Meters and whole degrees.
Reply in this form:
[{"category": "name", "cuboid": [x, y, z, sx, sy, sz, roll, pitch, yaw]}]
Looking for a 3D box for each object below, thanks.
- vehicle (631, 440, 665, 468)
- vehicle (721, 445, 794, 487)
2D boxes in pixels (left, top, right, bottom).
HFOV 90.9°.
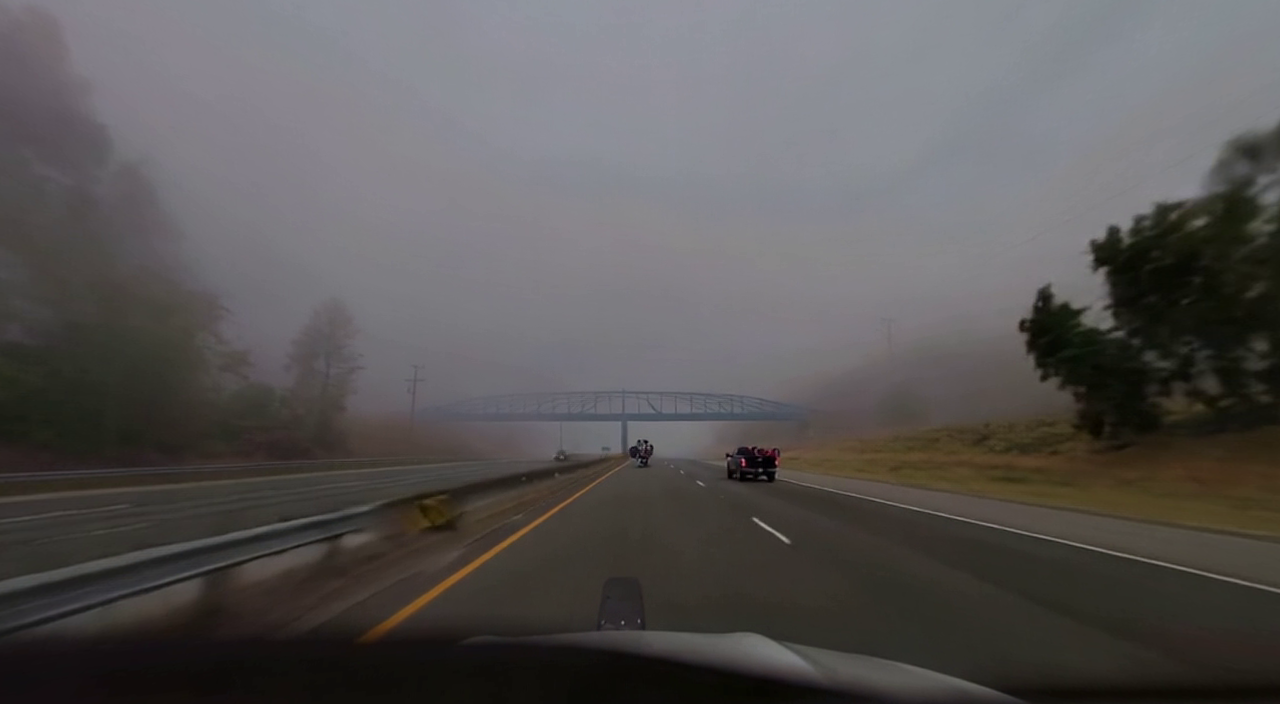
[{"category": "vehicle", "cuboid": [0.619, 7.459, 46.191, 2.369, 1.948, 5.343, 0, -9, 2]}, {"category": "vehicle", "cuboid": [4.572, 4.512, 25.353, 1.988, 1.505, 4.958, 0, -9, 0]}]
